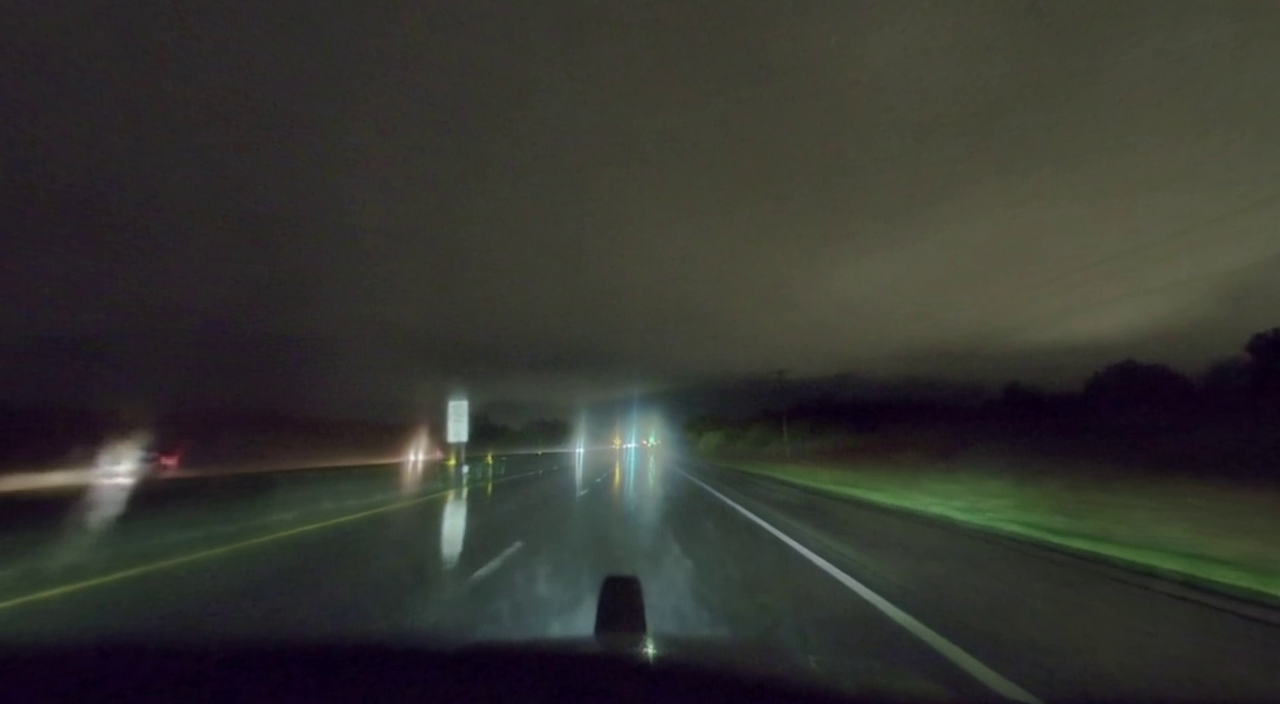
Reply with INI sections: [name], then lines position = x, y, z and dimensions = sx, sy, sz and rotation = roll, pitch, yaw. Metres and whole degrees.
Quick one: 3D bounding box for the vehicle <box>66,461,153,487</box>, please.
[vehicle]
position = -35.992, 8.289, 42.894
dimensions = 1.805, 1.533, 4.670
rotation = 0, -9, 1
